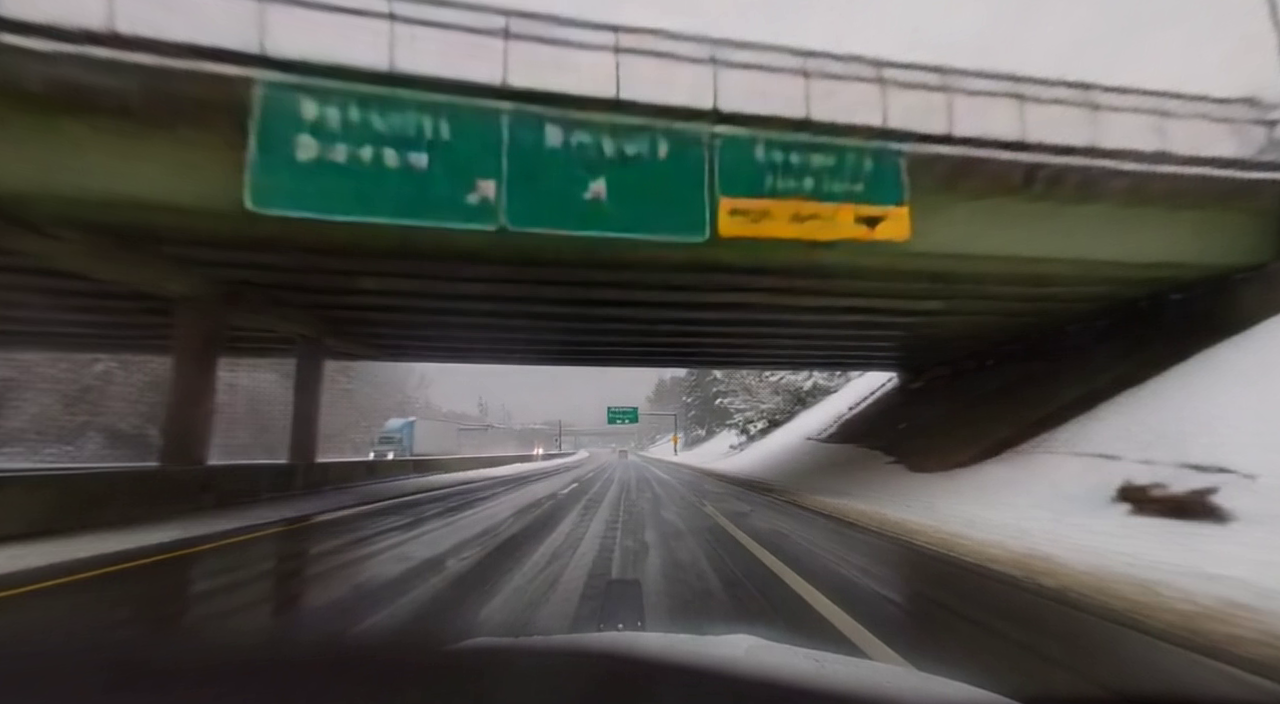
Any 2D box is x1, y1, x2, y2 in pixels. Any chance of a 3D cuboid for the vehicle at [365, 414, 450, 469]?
[{"bbox_3d":[-17.008,6.692,46.792,3.181,3.724,8.274,0,-9,-1],"label":"vehicle"}]
